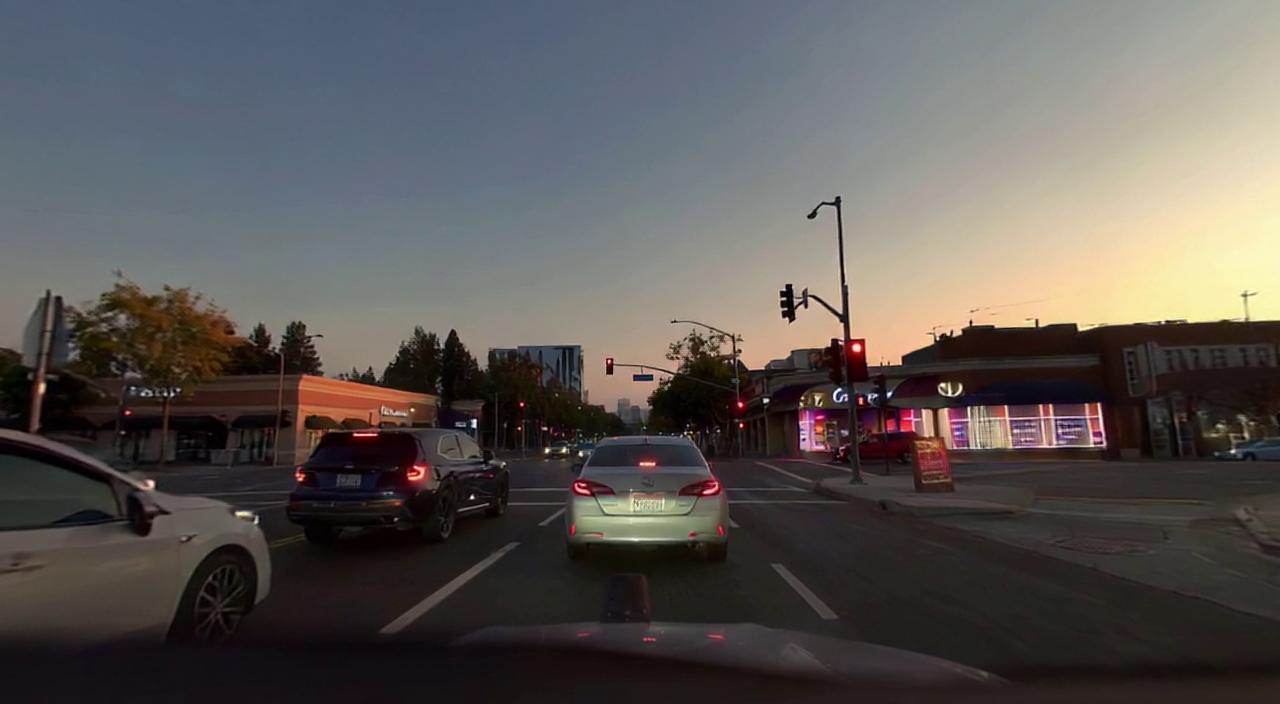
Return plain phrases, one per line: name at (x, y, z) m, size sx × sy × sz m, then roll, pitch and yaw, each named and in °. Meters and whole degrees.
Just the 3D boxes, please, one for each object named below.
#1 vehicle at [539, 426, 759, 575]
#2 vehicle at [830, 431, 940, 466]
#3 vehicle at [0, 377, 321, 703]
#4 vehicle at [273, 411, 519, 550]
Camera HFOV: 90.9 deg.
vehicle at (0.174, 1.820, 8.501) m, size 2.258 × 1.507 × 3.896 m, roll -1°, pitch -8°, yaw 3°
vehicle at (12.960, 5.128, 33.593) m, size 5.032 × 1.762 × 1.982 m, roll 0°, pitch -8°, yaw 0°
vehicle at (-3.330, 0.860, 2.277) m, size 2.029 × 1.517 × 4.375 m, roll 0°, pitch -8°, yaw 0°
vehicle at (-3.443, 1.899, 9.974) m, size 2.009 × 1.704 × 4.230 m, roll -1°, pitch -8°, yaw 3°
